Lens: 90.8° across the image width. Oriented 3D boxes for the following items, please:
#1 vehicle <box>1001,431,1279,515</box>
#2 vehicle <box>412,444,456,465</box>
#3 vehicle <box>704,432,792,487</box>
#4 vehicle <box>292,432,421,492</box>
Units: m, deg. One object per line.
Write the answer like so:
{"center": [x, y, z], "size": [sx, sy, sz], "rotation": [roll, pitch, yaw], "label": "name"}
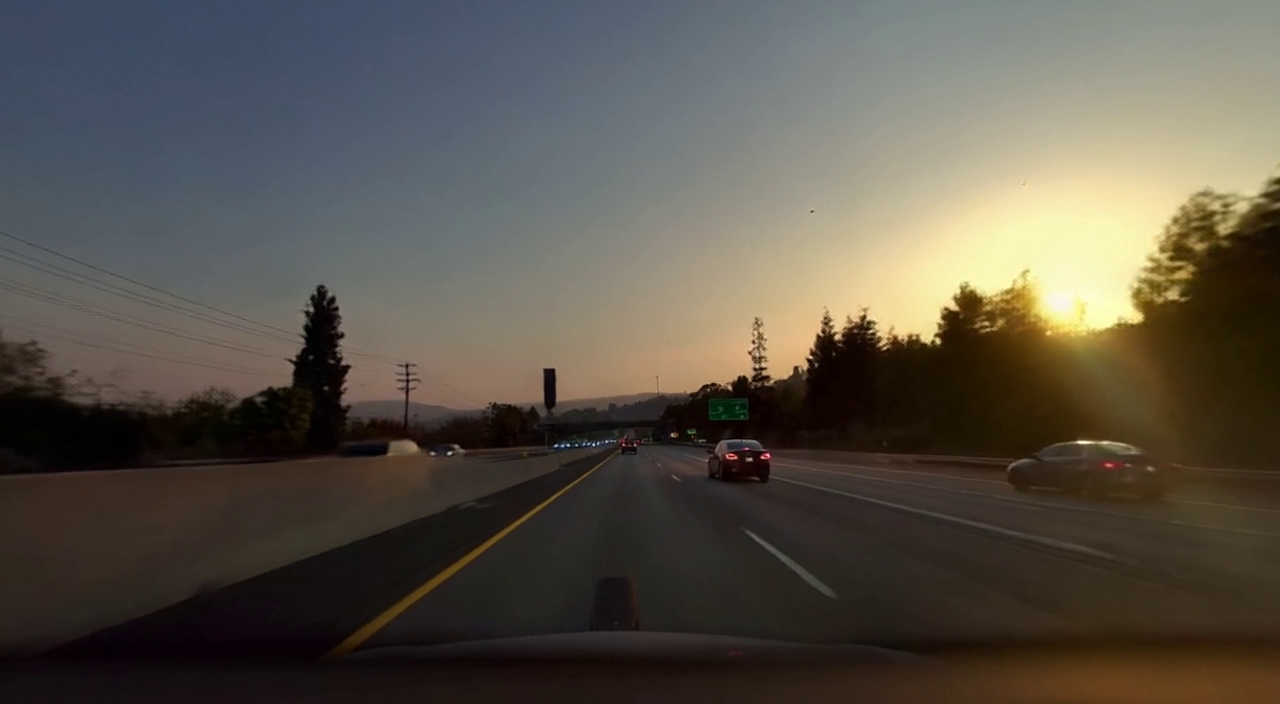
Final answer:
{"center": [10.582, 2.577, 14.051], "size": [1.987, 1.502, 5.130], "rotation": [0, -9, -1], "label": "vehicle"}
{"center": [-15.550, 7.734, 47.902], "size": [1.851, 1.513, 4.241], "rotation": [0, -8, 0], "label": "vehicle"}
{"center": [3.419, 3.484, 20.774], "size": [2.018, 1.600, 4.121], "rotation": [0, -9, -2], "label": "vehicle"}
{"center": [-7.878, 3.079, 18.021], "size": [1.860, 1.503, 3.883], "rotation": [0, -9, 0], "label": "vehicle"}
